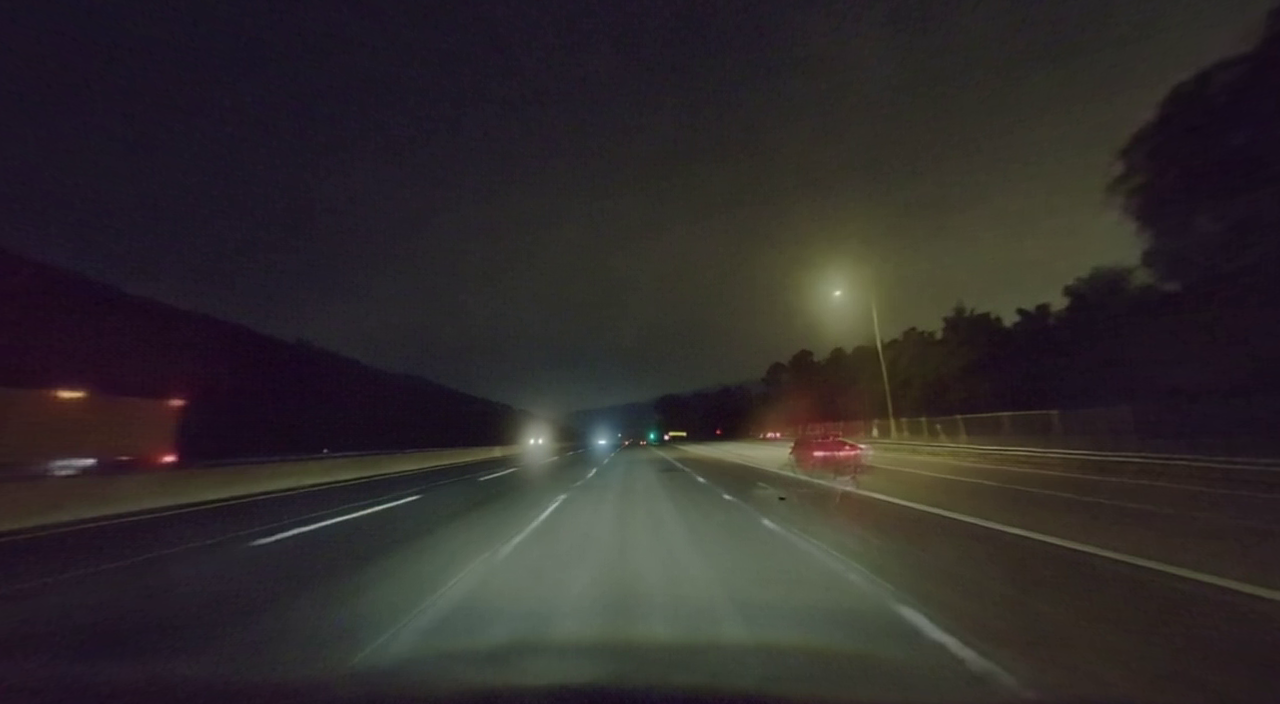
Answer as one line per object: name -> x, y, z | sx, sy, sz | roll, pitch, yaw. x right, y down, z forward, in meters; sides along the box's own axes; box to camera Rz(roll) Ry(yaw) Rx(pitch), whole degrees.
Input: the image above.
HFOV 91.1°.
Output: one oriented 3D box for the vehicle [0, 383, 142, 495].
vehicle -> -23.146, 2.933, 21.139 | 3.093, 3.762, 12.209 | 0, -8, -2
